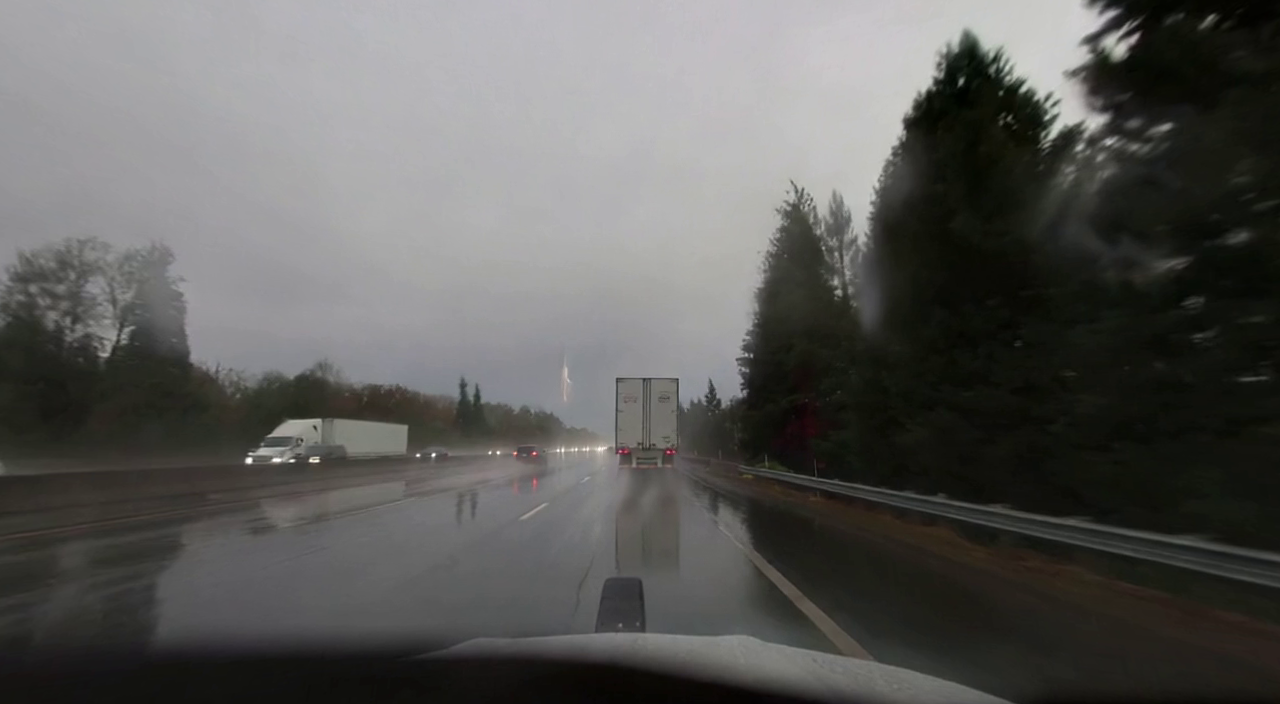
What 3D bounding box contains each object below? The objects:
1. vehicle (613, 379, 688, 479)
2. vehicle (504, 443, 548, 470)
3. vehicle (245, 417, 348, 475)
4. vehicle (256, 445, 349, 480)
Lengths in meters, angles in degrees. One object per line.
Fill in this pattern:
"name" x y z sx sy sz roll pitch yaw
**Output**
"vehicle" 0.340 4.020 31.711 3.052 4.132 11.336 0 -9 -1
"vehicle" -7.515 6.902 41.912 2.066 1.674 4.423 0 -9 0
"vehicle" -25.507 7.069 47.381 2.959 3.986 8.233 0 -9 1
"vehicle" -17.852 5.826 33.642 2.242 1.713 4.902 0 -9 1
